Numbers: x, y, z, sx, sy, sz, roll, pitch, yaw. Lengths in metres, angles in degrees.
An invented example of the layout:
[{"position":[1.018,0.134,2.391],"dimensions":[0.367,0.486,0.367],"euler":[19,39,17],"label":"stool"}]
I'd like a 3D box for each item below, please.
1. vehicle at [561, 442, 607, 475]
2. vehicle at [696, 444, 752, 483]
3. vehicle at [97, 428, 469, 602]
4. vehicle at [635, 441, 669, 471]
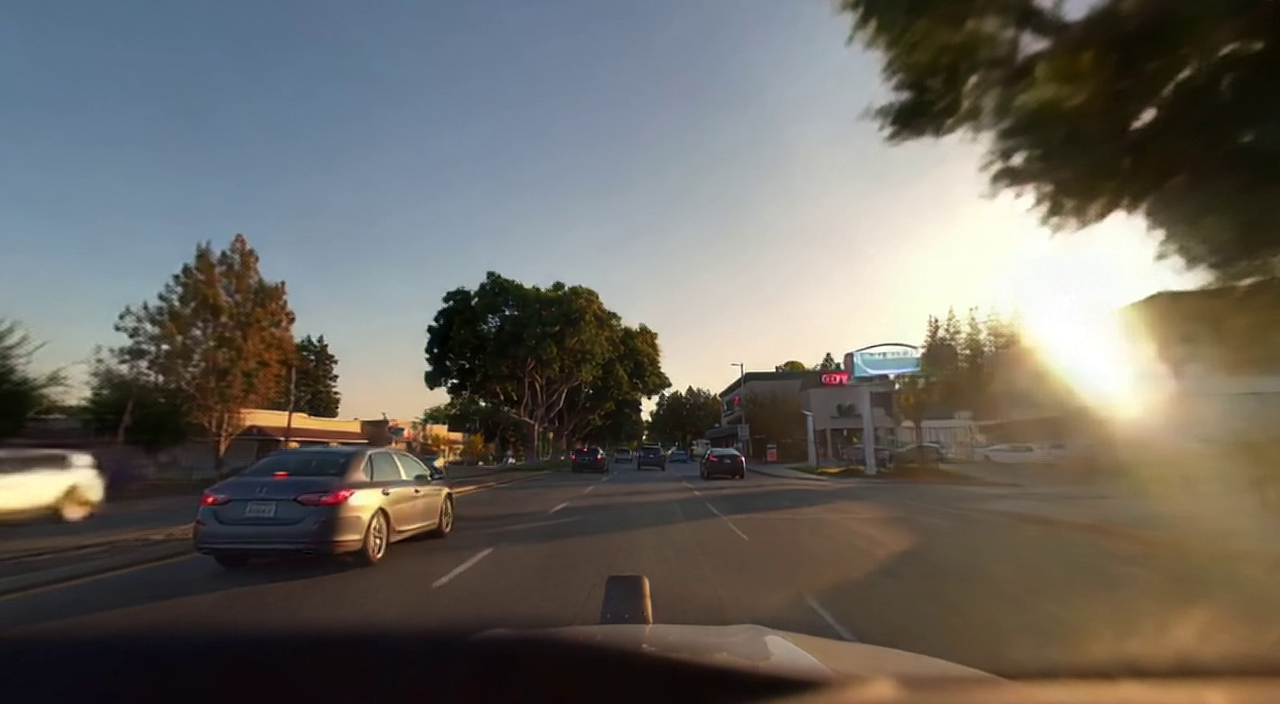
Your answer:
[{"position":[-3.009,5.876,34.868],"dimensions":[2.026,1.665,4.193],"euler":[0,-9,2],"label":"vehicle"},{"position":[3.665,4.936,28.158],"dimensions":[1.922,1.579,3.642],"euler":[0,-9,-1],"label":"vehicle"},{"position":[-3.702,1.754,7.704],"dimensions":[1.908,1.481,4.351],"euler":[0,-9,1],"label":"vehicle"},{"position":[0.781,6.962,42.371],"dimensions":[2.193,1.873,4.033],"euler":[0,-9,1],"label":"vehicle"}]
